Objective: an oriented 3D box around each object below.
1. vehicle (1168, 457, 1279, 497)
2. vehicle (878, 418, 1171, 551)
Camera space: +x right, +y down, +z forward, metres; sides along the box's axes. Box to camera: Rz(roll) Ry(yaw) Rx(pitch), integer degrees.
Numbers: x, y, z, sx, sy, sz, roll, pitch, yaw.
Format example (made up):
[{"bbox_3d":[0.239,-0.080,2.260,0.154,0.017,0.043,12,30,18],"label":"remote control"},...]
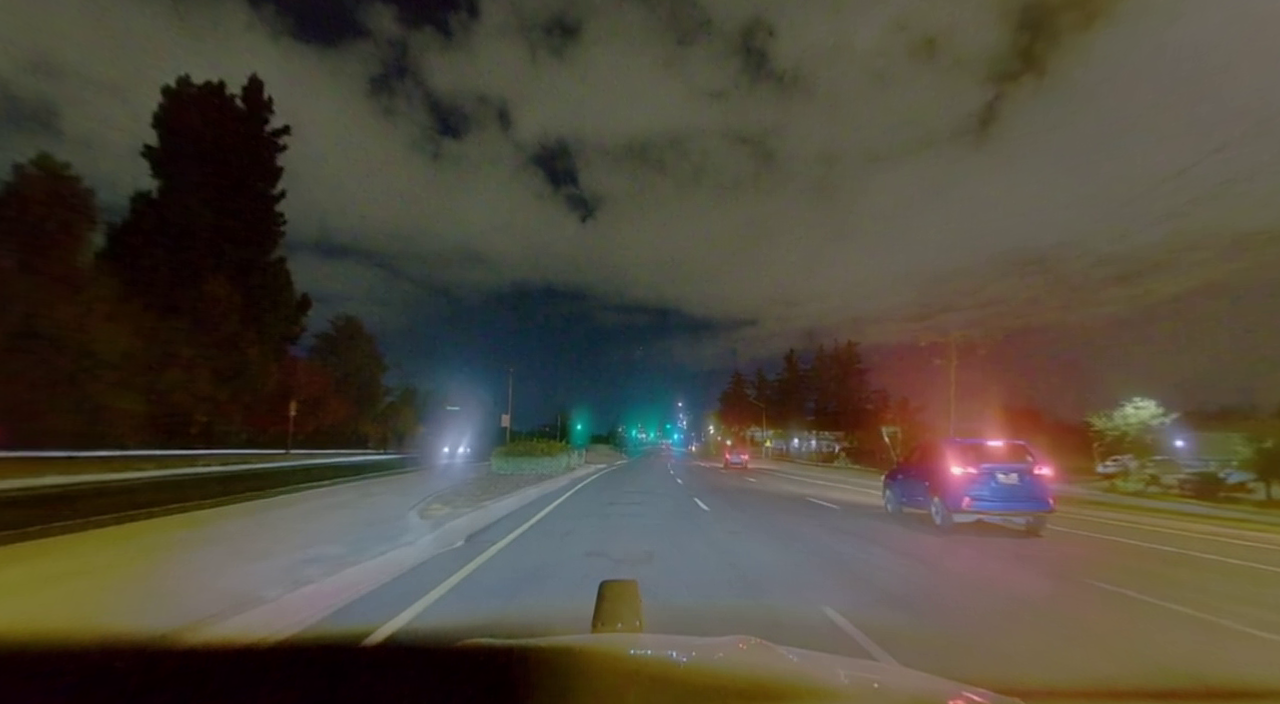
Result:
[{"bbox_3d":[30.544,6.391,32.496,4.608,1.919,2.056,-1,-8,7],"label":"vehicle"},{"bbox_3d":[6.794,2.371,12.233,2.331,1.872,5.378,-3,-8,1],"label":"vehicle"}]
